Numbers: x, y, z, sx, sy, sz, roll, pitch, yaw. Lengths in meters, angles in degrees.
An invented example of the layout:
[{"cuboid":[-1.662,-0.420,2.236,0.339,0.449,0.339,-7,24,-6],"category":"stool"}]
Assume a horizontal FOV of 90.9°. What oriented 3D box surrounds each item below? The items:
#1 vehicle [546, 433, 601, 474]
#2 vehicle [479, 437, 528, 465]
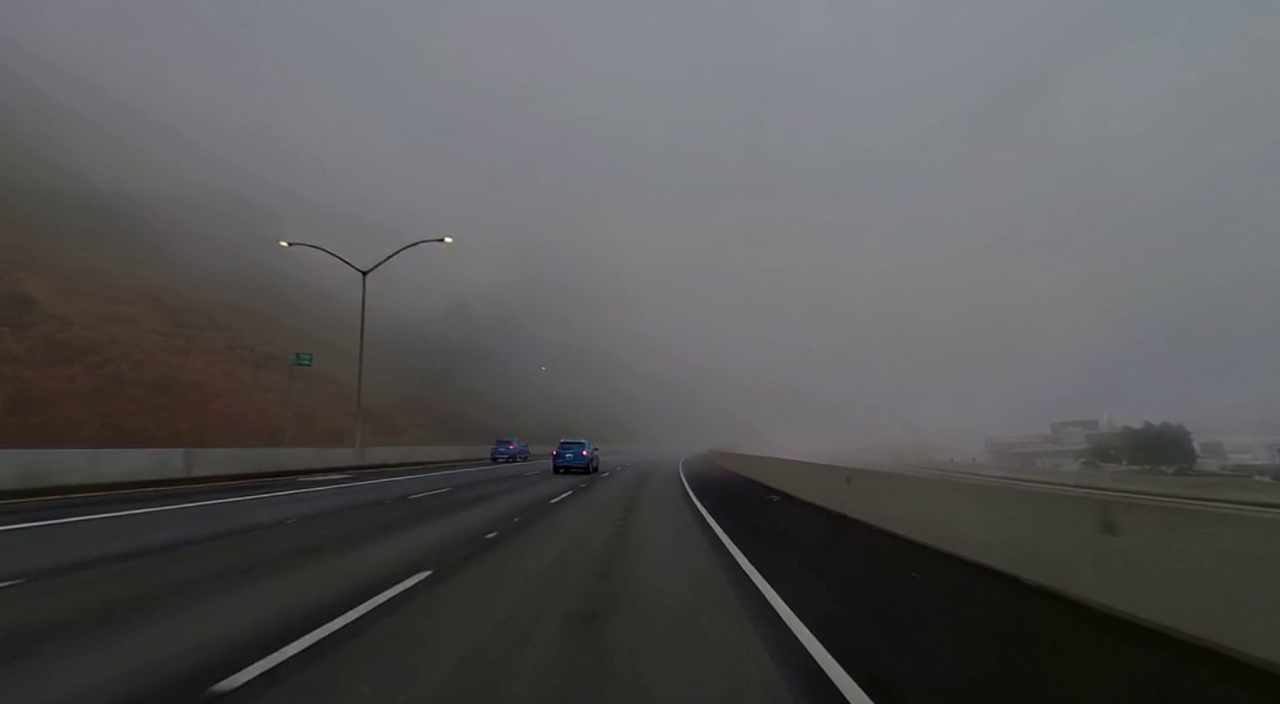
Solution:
[{"cuboid":[-3.077,4.821,30.134,2.028,1.782,4.150,-1,-8,3],"category":"vehicle"},{"cuboid":[-9.152,6.652,42.623,2.039,1.746,4.528,-1,-8,4],"category":"vehicle"}]
